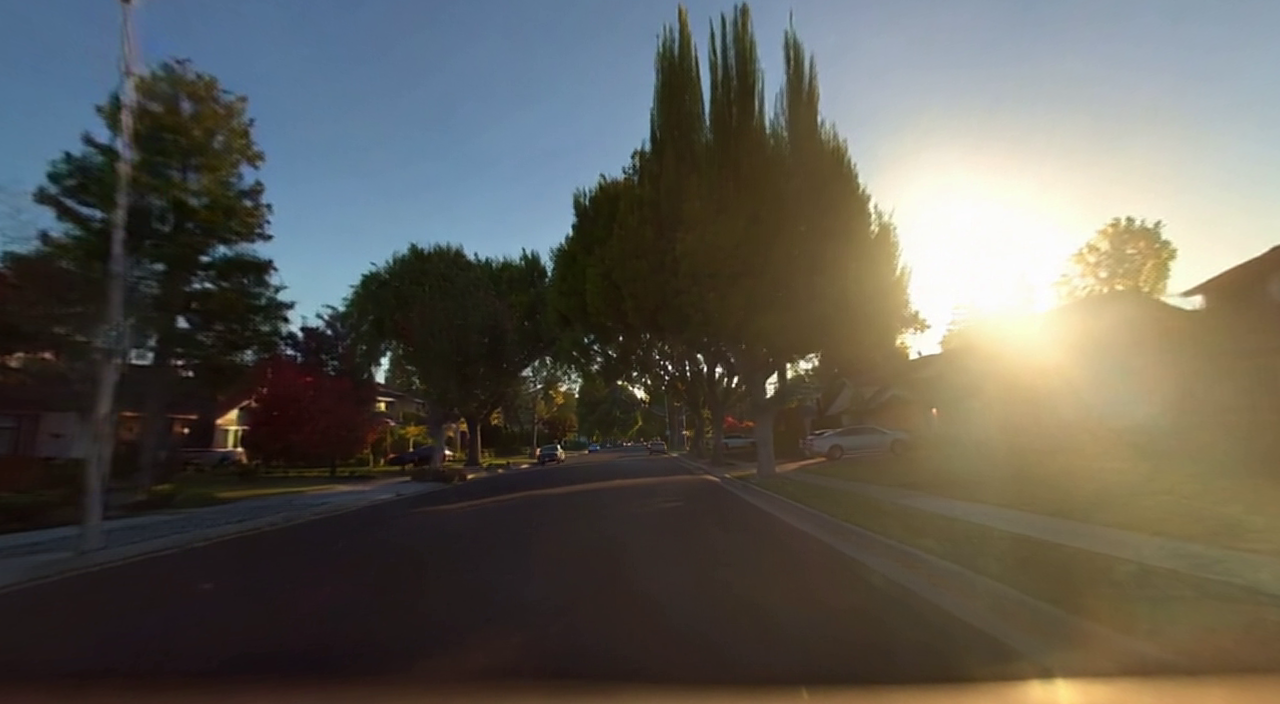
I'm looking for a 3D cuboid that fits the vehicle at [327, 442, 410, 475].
[{"bbox_3d":[-14.138,5.552,33.192,1.982,1.596,3.988,-2,-8,12],"label":"vehicle"}]

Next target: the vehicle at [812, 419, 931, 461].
[{"bbox_3d":[10.480,4.044,28.962,4.582,1.680,2.223,-2,-8,4],"label":"vehicle"}]

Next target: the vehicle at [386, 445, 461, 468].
[{"bbox_3d":[-14.483,7.023,42.432,4.285,1.483,1.954,0,-9,0],"label":"vehicle"}]
